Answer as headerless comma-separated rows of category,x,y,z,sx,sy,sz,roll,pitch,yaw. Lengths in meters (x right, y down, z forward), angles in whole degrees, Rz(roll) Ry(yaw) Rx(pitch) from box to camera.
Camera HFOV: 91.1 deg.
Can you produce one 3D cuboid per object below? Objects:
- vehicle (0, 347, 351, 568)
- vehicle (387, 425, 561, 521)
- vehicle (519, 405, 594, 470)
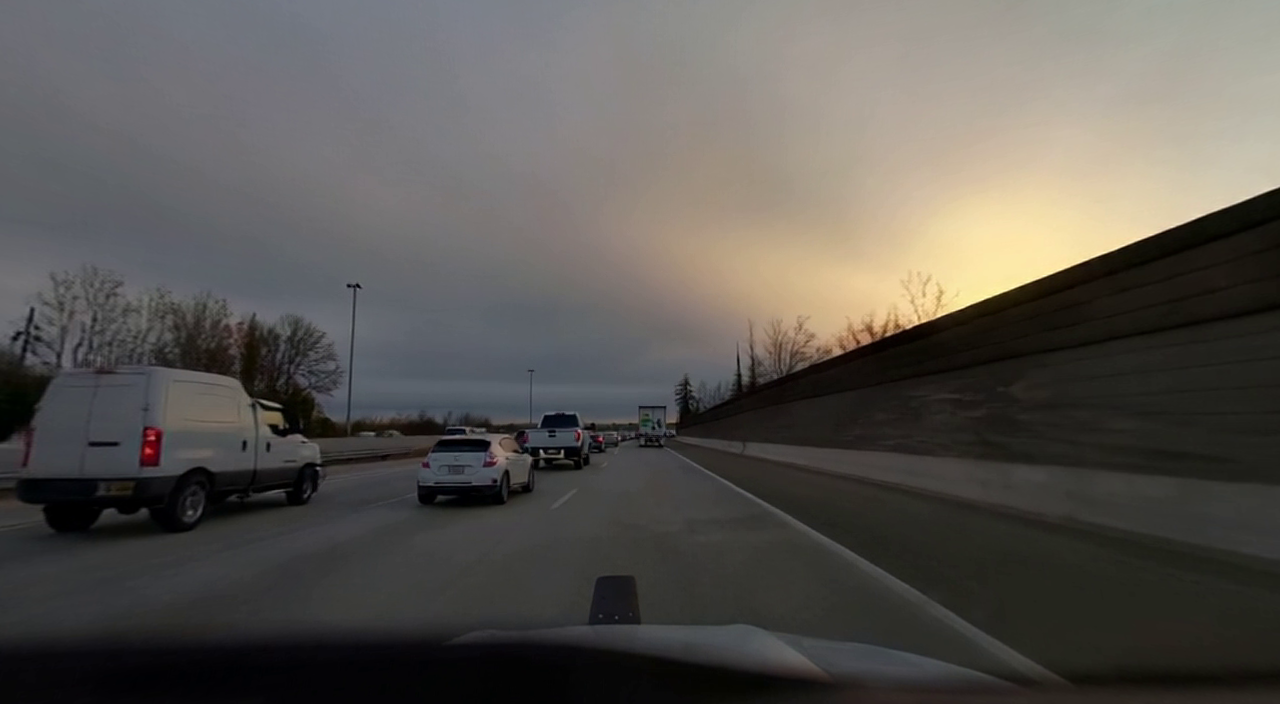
vehicle,-7.130,1.544,9.916,2.386,2.435,5.831,0,-8,0
vehicle,-2.872,2.180,11.975,2.089,1.485,4.153,0,-8,2
vehicle,-3.469,3.713,27.254,2.427,2.514,5.159,0,-8,1
